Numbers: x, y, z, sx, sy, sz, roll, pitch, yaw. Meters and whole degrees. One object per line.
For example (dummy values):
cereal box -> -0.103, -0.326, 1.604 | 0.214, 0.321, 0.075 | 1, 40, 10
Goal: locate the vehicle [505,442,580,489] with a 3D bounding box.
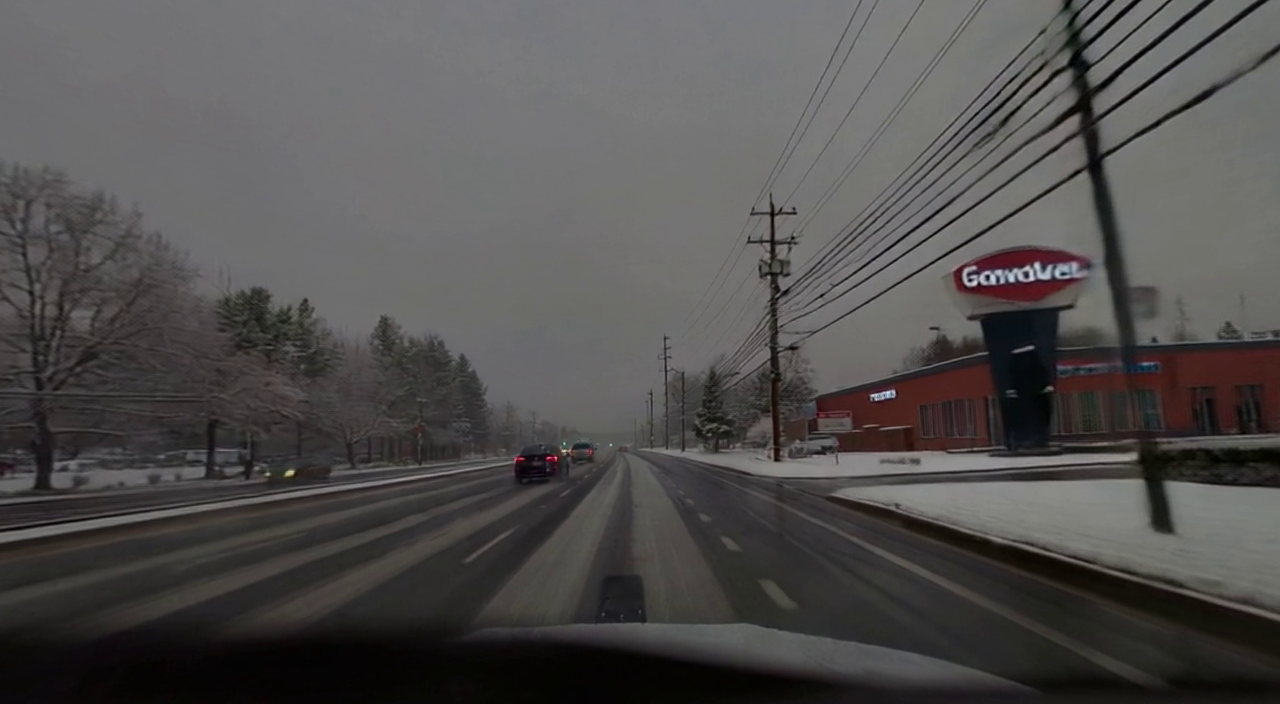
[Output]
vehicle -> -3.301, 3.926, 22.221 | 1.942, 1.469, 4.426 | 0, -8, 0

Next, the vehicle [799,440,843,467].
vehicle -> 12.198, 6.842, 42.682 | 1.894, 1.671, 4.290 | -1, -8, 4

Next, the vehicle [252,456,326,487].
vehicle -> -20.167, 6.855, 36.396 | 1.925, 1.554, 4.271 | 1, -9, -3
